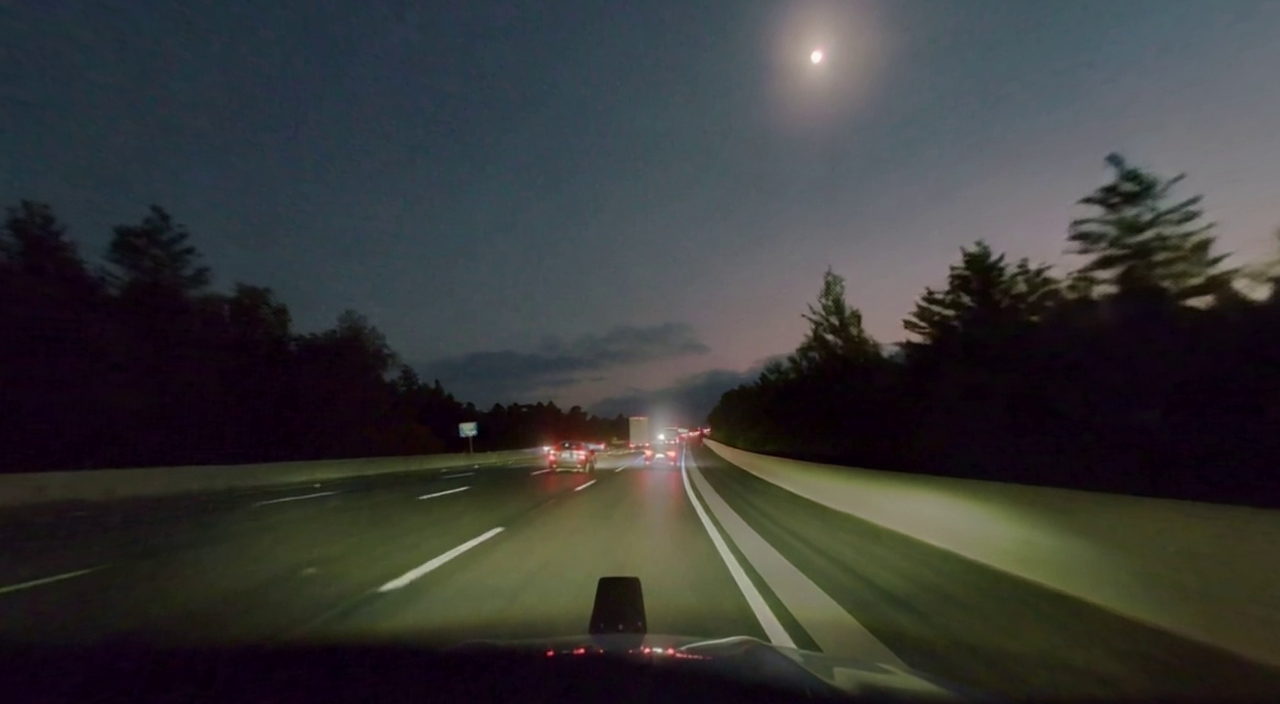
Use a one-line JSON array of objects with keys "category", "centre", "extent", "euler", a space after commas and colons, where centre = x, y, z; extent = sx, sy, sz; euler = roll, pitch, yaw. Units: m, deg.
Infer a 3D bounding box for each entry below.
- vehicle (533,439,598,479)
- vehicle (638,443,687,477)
[{"category": "vehicle", "centre": [-3.026, 4.488, 26.684], "extent": [1.916, 1.486, 4.631], "euler": [0, -9, 4]}, {"category": "vehicle", "centre": [0.988, 4.676, 27.601], "extent": [1.984, 1.365, 3.767], "euler": [0, -9, 2]}]
